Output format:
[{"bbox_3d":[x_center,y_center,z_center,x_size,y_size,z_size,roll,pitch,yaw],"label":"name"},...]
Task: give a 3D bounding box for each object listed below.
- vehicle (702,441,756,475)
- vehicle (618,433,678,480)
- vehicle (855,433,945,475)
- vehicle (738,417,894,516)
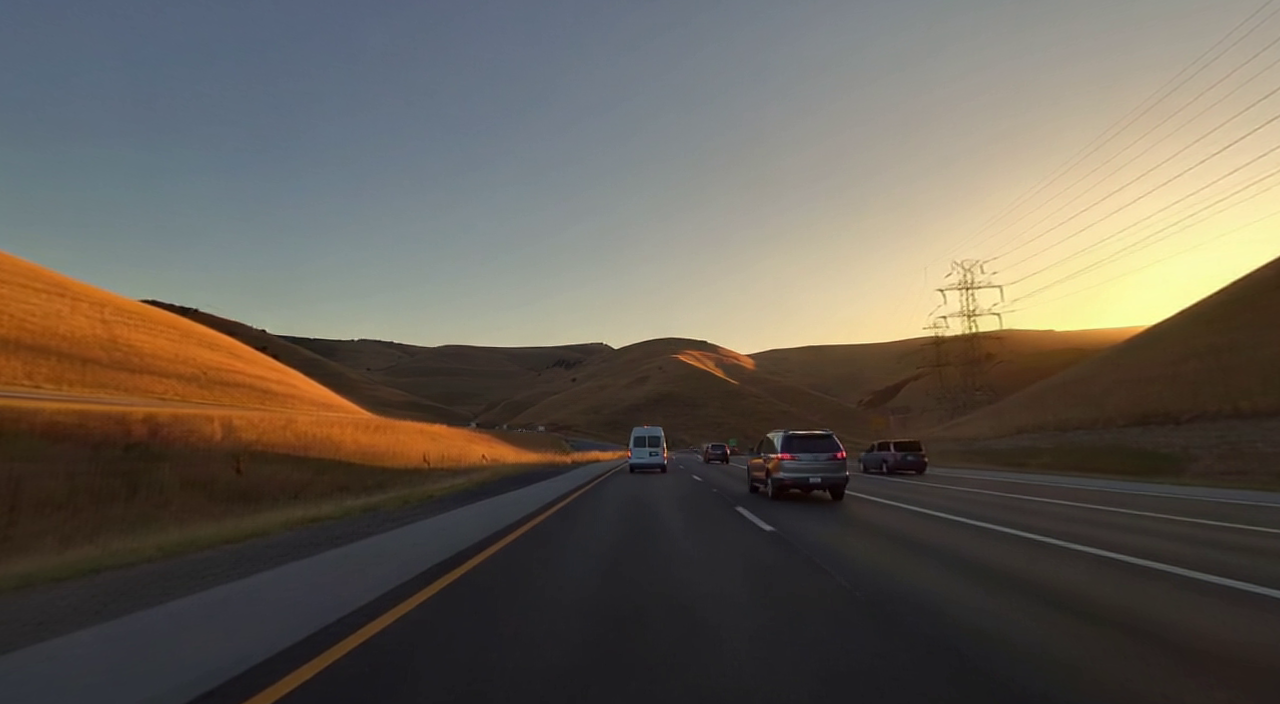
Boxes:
[{"bbox_3d":[4.106,4.959,29.793,1.938,1.466,4.356,0,-8,0],"label":"vehicle"},{"bbox_3d":[0.335,4.292,26.184,2.268,1.772,4.523,0,-8,1],"label":"vehicle"},{"bbox_3d":[11.321,4.473,27.890,2.087,1.681,4.589,0,-8,1],"label":"vehicle"},{"bbox_3d":[3.629,2.457,14.033,2.139,1.821,4.480,0,-8,0],"label":"vehicle"}]
